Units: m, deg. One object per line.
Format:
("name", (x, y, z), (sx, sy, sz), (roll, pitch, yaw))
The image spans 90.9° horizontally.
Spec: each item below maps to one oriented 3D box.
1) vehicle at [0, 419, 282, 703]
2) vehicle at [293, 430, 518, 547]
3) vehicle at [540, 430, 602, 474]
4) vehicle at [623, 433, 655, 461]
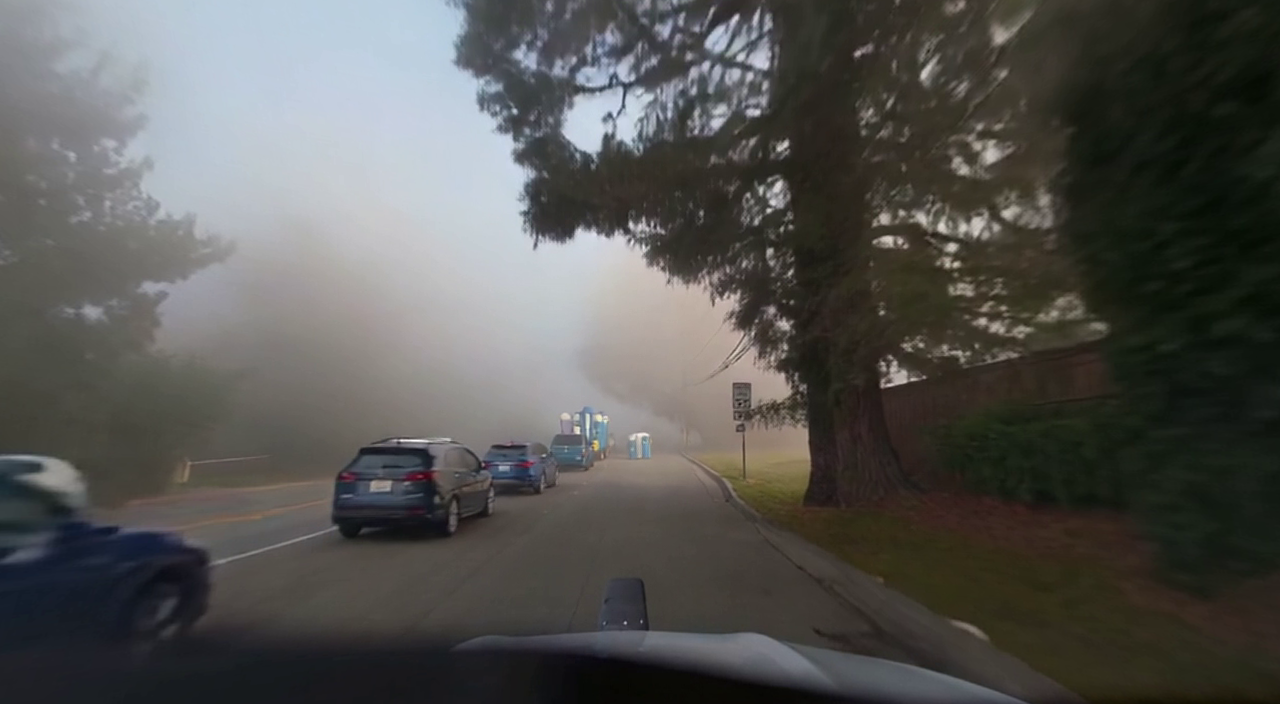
("vehicle", (-3.585, 0.991, 2.395), (1.998, 1.466, 4.124), (0, -8, 0))
("vehicle", (-3.477, 2.105, 10.482), (1.972, 1.486, 4.547), (0, -8, 0))
("vehicle", (-3.055, 4.543, 28.856), (2.187, 1.821, 4.748), (0, -8, 1))
("vehicle", (-0.085, 6.629, 44.045), (2.117, 1.861, 4.095), (0, -8, 0))
